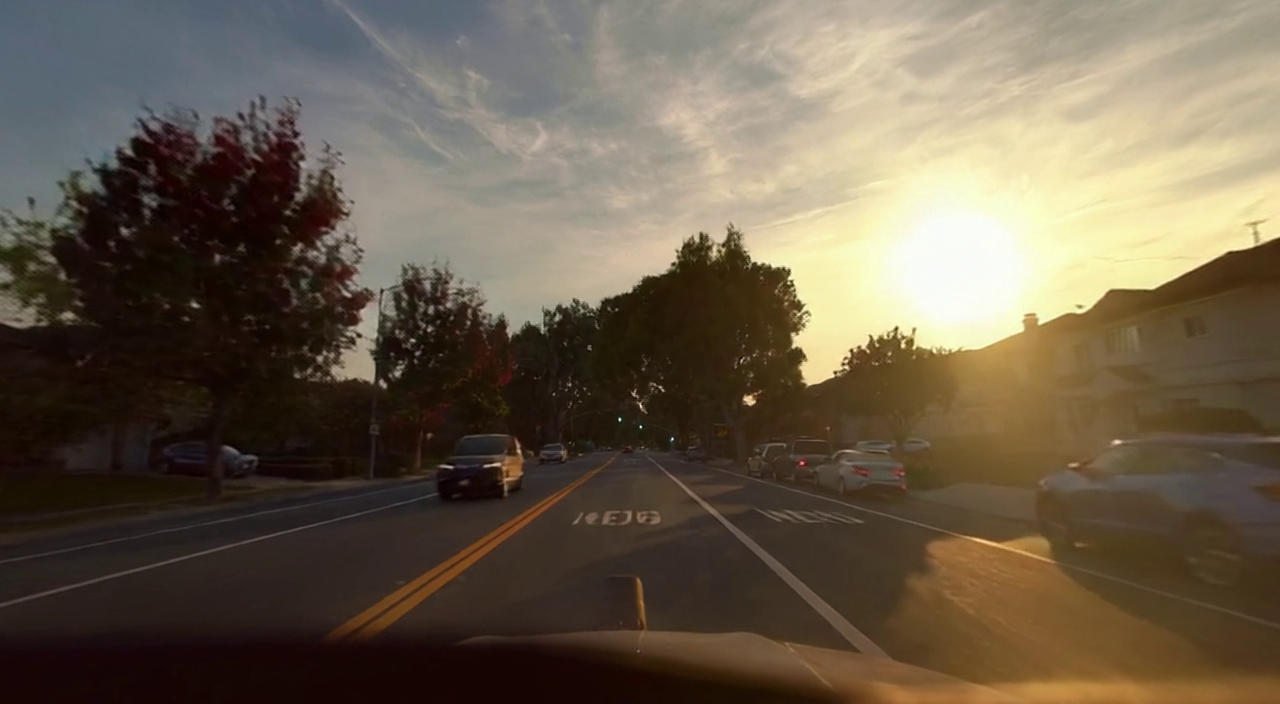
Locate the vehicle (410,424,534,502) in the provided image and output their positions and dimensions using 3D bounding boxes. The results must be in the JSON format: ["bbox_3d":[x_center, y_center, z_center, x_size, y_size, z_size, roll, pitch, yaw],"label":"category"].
[{"bbox_3d":[-4.430,3.025,17.691,2.050,1.841,5.290,0,-8,0],"label":"vehicle"}]

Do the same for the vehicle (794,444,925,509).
[{"bbox_3d":[6.287,3.579,18.795,2.226,1.682,4.461,0,-8,-1],"label":"vehicle"}]

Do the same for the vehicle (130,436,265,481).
[{"bbox_3d":[-21.037,5.071,30.262,4.461,2.065,2.574,0,-8,-2],"label":"vehicle"}]

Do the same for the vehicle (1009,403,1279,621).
[{"bbox_3d":[6.610,1.630,7.145,2.099,1.878,4.476,0,-8,0],"label":"vehicle"}]
